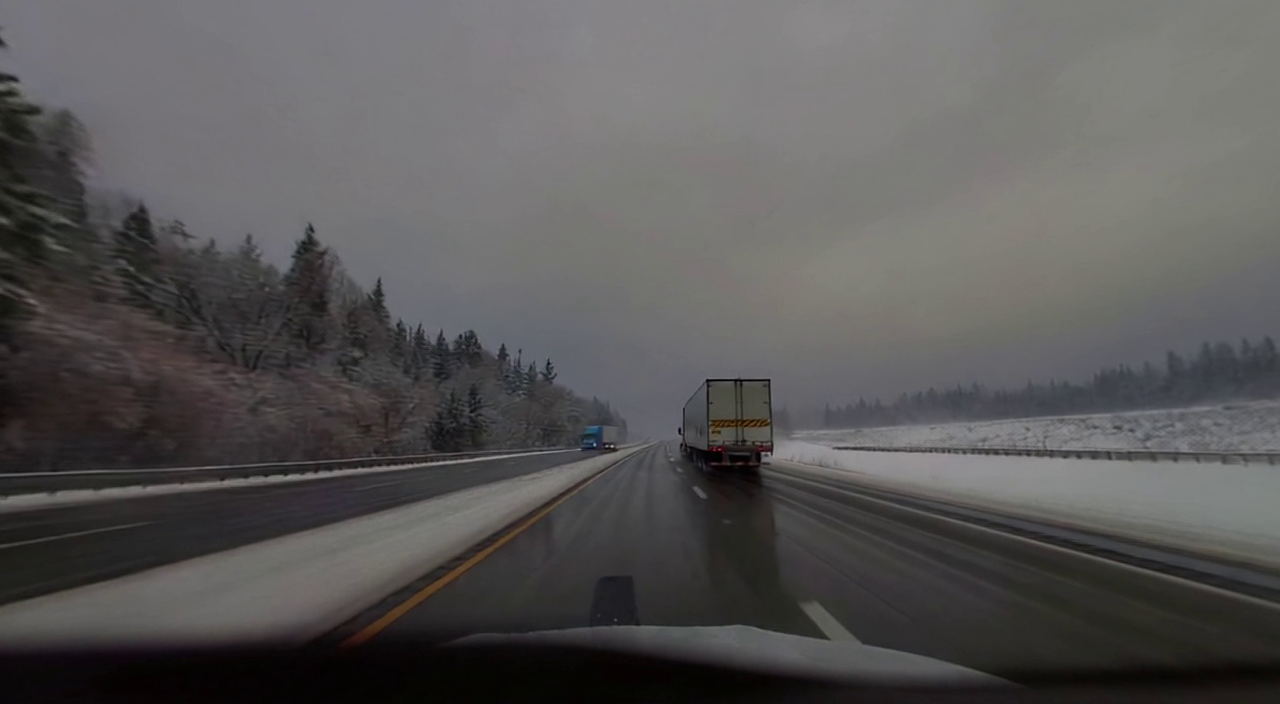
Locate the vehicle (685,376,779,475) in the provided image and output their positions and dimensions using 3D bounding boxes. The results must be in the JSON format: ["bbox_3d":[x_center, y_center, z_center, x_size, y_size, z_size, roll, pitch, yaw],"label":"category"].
[{"bbox_3d":[4.244,3.951,32.593,2.917,3.995,13.574,-1,-8,1],"label":"vehicle"}]
